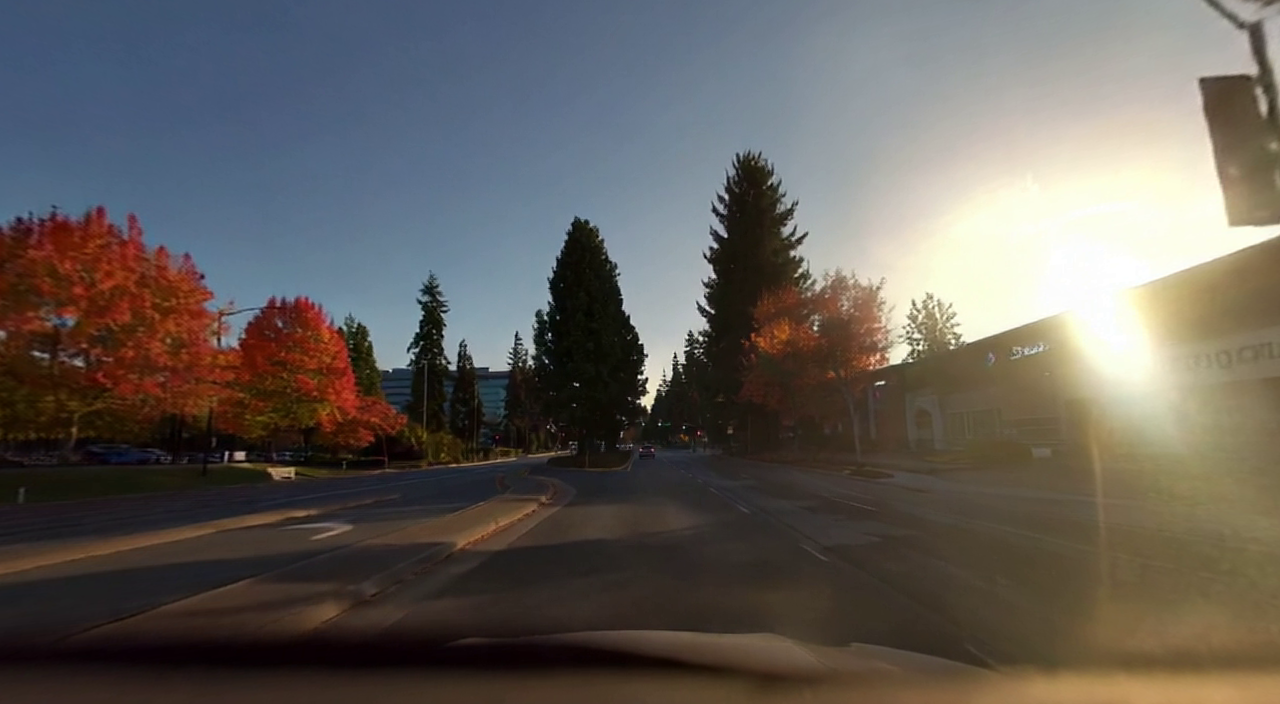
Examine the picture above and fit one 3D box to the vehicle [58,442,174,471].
[{"bbox_3d":[-30.410,6.124,36.733,4.706,1.457,1.999,3,-11,-5],"label":"vehicle"}]
